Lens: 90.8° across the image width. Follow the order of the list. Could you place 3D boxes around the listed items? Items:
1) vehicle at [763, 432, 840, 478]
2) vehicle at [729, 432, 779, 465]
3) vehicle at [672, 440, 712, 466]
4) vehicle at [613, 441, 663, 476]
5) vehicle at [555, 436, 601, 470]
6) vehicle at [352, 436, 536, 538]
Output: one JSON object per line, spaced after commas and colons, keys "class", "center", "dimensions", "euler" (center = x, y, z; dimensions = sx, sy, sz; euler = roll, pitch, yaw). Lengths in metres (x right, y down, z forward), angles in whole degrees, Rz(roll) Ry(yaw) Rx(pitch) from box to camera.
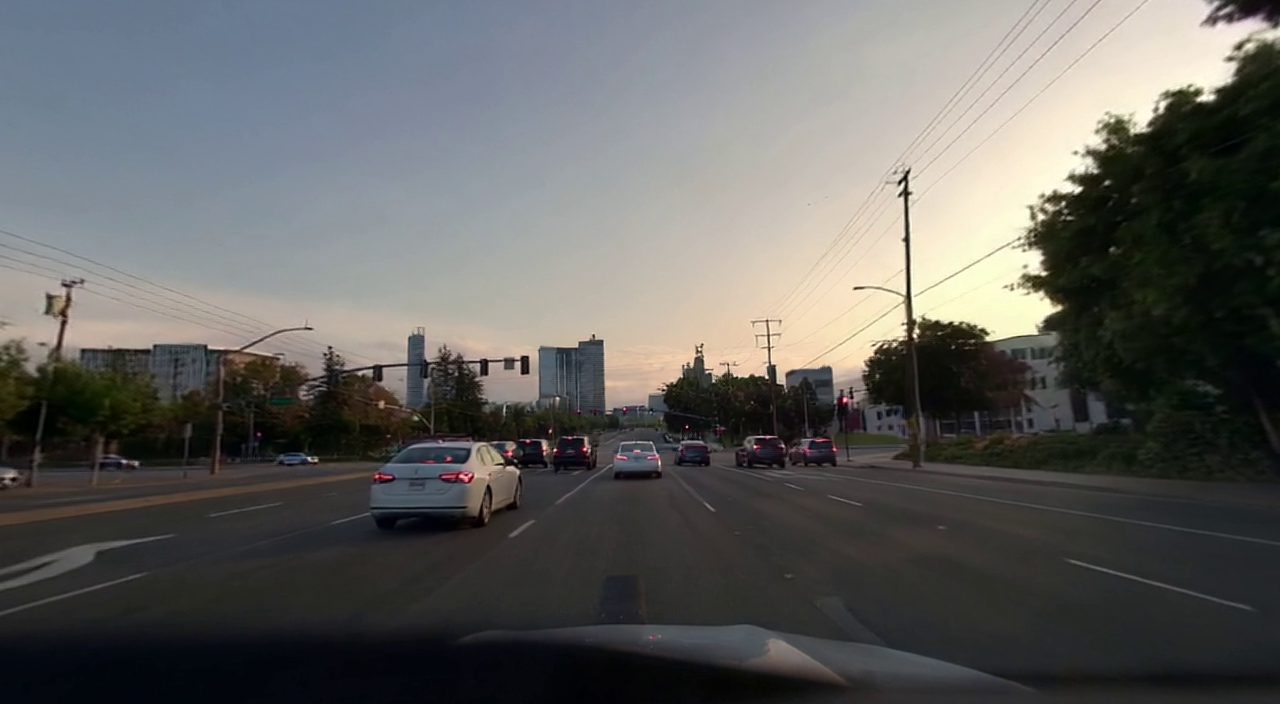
{"class": "vehicle", "center": [6.496, 4.208, 25.919], "dimensions": [1.945, 1.706, 4.190], "euler": [0, -8, -2]}
{"class": "vehicle", "center": [7.302, 6.248, 41.011], "dimensions": [2.156, 1.982, 5.358], "euler": [0, -8, -1]}
{"class": "vehicle", "center": [3.166, 6.278, 39.595], "dimensions": [1.987, 1.515, 4.521], "euler": [0, -8, -2]}
{"class": "vehicle", "center": [-0.082, 4.749, 28.392], "dimensions": [2.098, 1.431, 3.958], "euler": [0, -8, 0]}
{"class": "vehicle", "center": [-3.366, 5.566, 34.938], "dimensions": [2.033, 1.714, 4.278], "euler": [0, -8, 1]}
{"class": "vehicle", "center": [-3.216, 2.290, 11.387], "dimensions": [1.837, 1.463, 4.311], "euler": [0, -8, 1]}
